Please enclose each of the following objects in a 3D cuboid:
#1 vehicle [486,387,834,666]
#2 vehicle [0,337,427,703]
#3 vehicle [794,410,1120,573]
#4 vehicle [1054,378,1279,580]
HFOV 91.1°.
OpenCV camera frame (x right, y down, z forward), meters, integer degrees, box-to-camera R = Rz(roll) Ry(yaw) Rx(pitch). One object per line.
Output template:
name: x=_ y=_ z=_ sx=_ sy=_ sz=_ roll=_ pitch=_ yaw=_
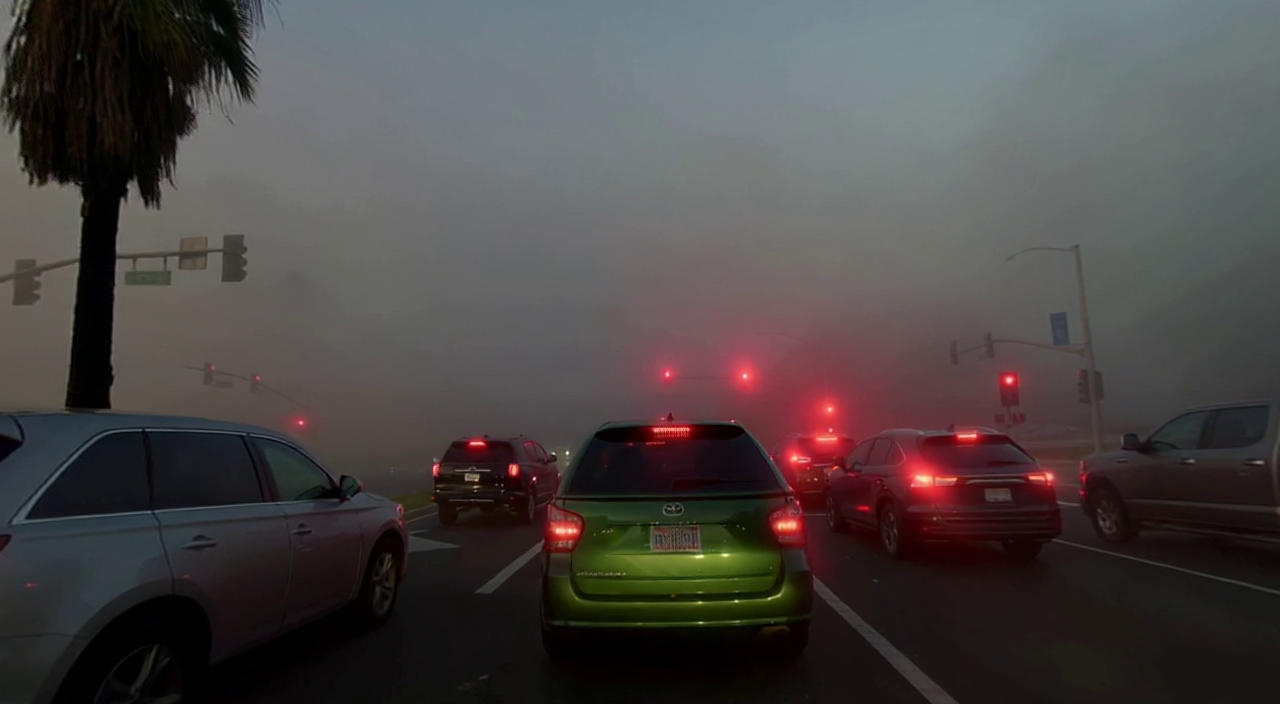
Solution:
vehicle: x=0.149 y=1.373 z=5.999 sx=2.123 sy=1.704 sz=4.128 roll=0 pitch=-8 yaw=1
vehicle: x=-3.174 y=1.089 z=3.891 sx=2.171 sy=1.702 sz=4.416 roll=0 pitch=-9 yaw=0
vehicle: x=3.995 y=1.863 z=9.282 sx=2.072 sy=1.704 sz=5.170 roll=0 pitch=-8 yaw=-1
vehicle: x=7.310 y=1.269 z=6.348 sx=2.337 sy=1.925 sz=5.728 roll=0 pitch=-8 yaw=0
